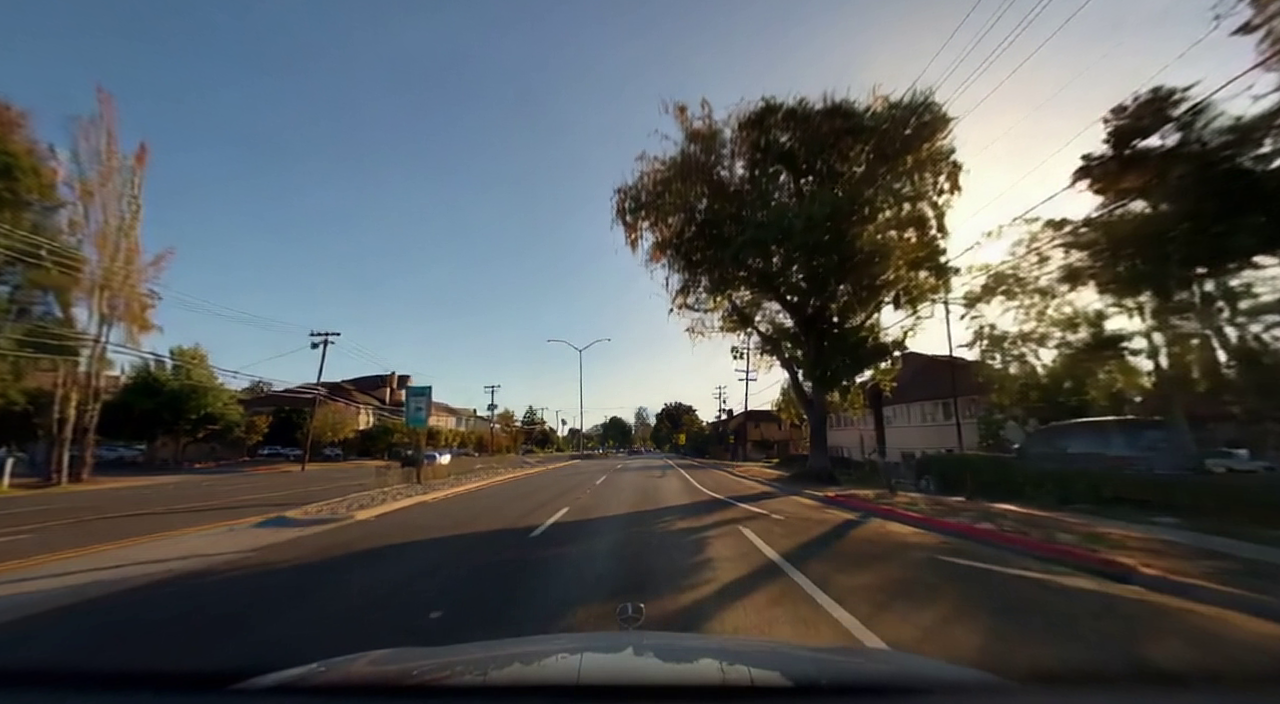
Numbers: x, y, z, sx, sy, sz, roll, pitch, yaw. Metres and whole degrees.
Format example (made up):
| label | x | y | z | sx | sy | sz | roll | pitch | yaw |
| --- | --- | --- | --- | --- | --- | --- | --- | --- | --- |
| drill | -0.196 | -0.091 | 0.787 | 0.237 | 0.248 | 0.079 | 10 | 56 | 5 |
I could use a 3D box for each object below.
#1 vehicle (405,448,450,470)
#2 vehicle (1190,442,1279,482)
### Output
| label | x | y | z | sx | sy | sz | roll | pitch | yaw |
| --- | --- | --- | --- | --- | --- | --- | --- | --- | --- |
| vehicle | -15.236 | 7.662 | 45.475 | 1.808 | 1.466 | 4.420 | 0 | -8 | -2 |
| vehicle | 42.964 | 7.714 | 44.673 | 2.262 | 2.655 | 5.672 | 1 | -8 | -6 |
